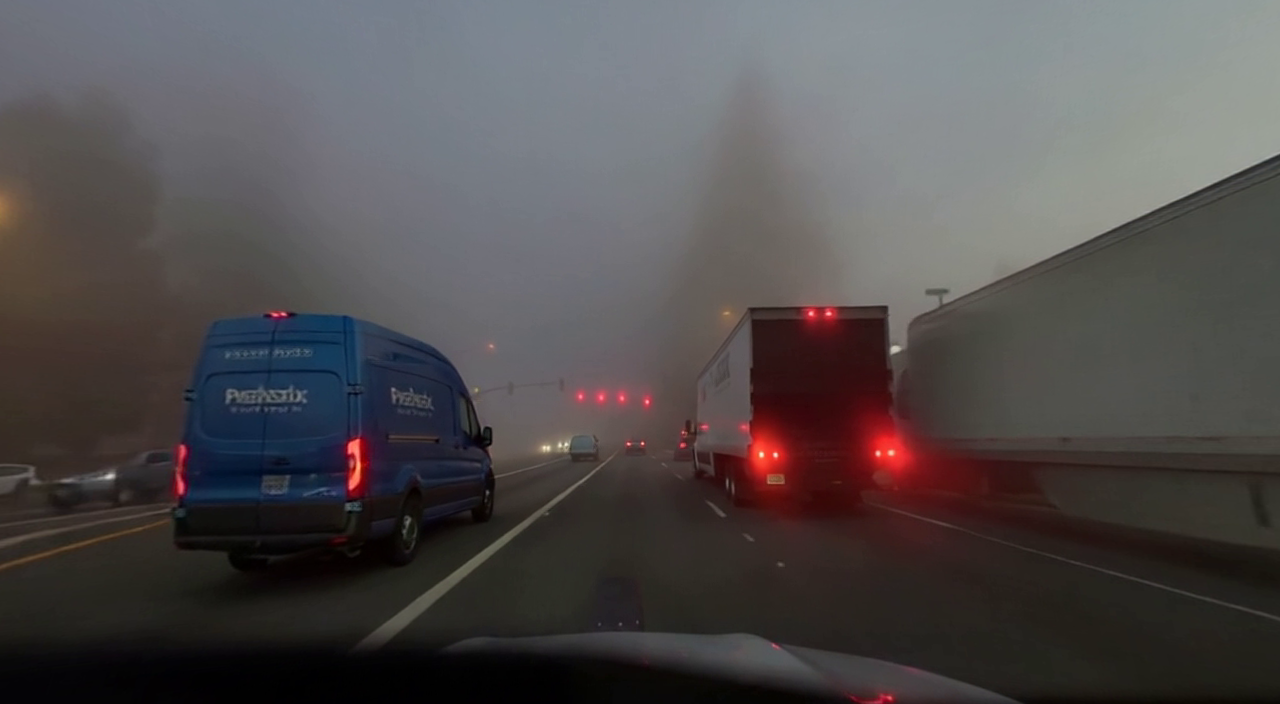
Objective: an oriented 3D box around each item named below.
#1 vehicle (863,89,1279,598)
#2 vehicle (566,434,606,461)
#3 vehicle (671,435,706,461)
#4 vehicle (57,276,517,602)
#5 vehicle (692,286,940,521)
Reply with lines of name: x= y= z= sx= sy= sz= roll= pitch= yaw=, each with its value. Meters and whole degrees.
vehicle: x=6.837 y=0.067 z=6.277 sx=2.926 sy=4.221 sz=16.975 roll=-1 pitch=-9 yaw=0
vehicle: x=-3.768 y=6.798 z=44.825 sx=2.356 sy=1.766 sz=5.674 roll=0 pitch=-9 yaw=0
vehicle: x=3.083 y=6.181 z=40.669 sx=1.869 sy=1.616 sz=4.346 roll=0 pitch=-9 yaw=0
vehicle: x=-3.606 y=1.191 z=8.674 sx=2.443 sy=2.784 sz=6.493 roll=0 pitch=-9 yaw=1
vehicle: x=3.005 y=1.468 z=14.415 sx=2.861 sy=3.525 sz=9.858 roll=0 pitch=-9 yaw=0
